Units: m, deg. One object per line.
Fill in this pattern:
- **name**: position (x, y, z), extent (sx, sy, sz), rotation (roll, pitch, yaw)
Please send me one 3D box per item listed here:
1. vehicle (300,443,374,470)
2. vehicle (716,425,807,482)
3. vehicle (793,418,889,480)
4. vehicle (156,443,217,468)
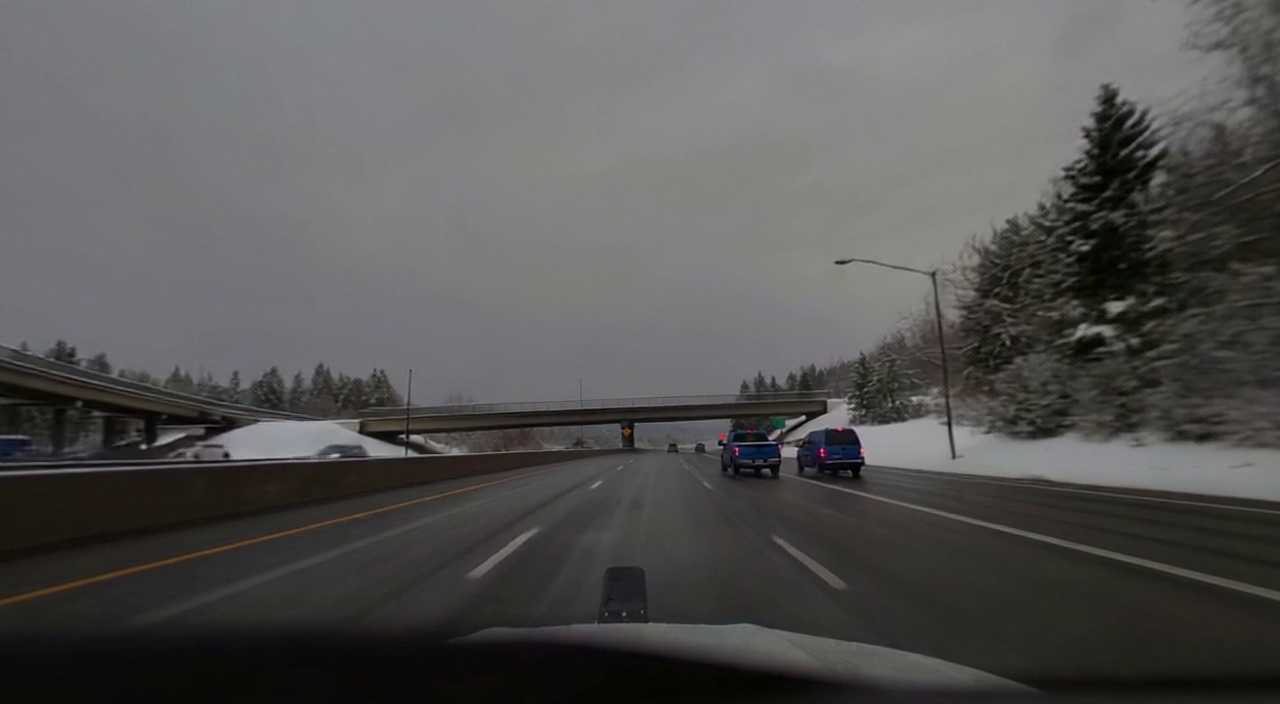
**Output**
- **vehicle**: position (-17.811, 6.146, 37.333), extent (1.868, 1.445, 4.740), rotation (0, -9, 2)
- **vehicle**: position (4.648, 4.005, 25.137), extent (2.505, 2.020, 5.532), rotation (0, -9, 0)
- **vehicle**: position (8.228, 4.085, 26.542), extent (2.229, 2.317, 5.399), rotation (0, -9, 0)
- **vehicle**: position (-32.731, 7.440, 45.718), extent (2.095, 1.686, 4.669), rotation (2, -9, -17)
